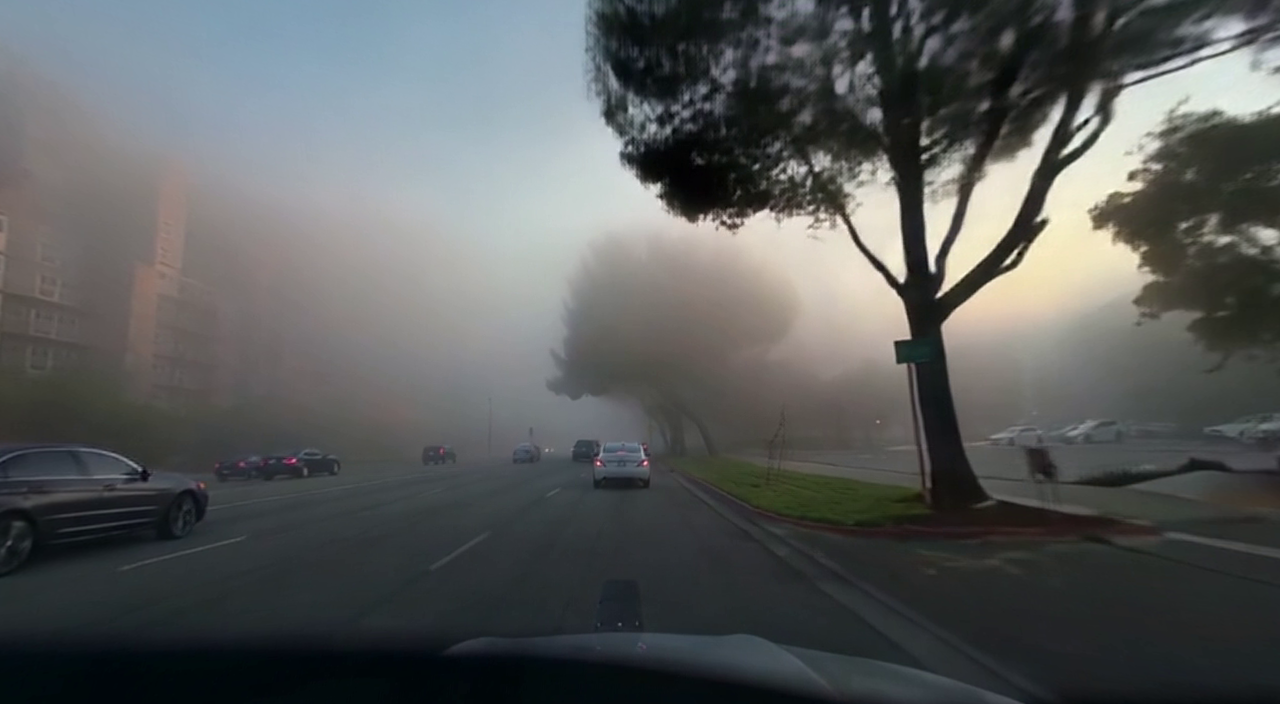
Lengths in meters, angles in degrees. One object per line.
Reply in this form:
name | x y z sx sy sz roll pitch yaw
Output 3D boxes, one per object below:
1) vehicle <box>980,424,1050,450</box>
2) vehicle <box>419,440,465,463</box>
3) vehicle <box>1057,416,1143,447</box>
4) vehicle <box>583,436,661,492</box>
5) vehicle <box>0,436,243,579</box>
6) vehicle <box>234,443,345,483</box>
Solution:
vehicle | 24.773 5.643 41.757 3.437 1.408 1.759 -4 -8 -5
vehicle | -15.074 7.608 48.302 2.064 1.686 4.380 0 -8 0
vehicle | 26.582 4.635 36.564 3.512 1.415 1.722 -5 -9 -3
vehicle | -0.524 3.342 19.185 2.099 1.469 4.389 0 -8 -1
vehicle | -7.507 1.829 8.080 1.906 1.449 4.576 0 -8 -1
vehicle | -14.214 4.517 26.012 2.024 1.484 4.592 0 -8 -2
